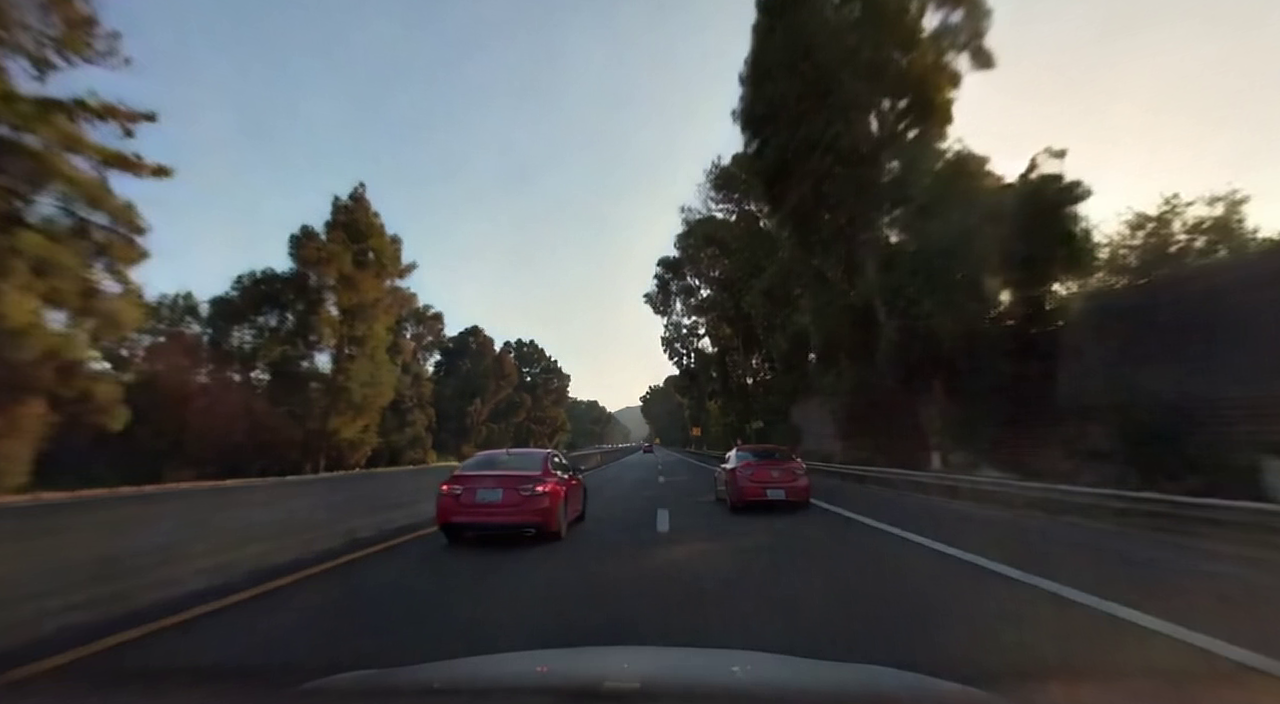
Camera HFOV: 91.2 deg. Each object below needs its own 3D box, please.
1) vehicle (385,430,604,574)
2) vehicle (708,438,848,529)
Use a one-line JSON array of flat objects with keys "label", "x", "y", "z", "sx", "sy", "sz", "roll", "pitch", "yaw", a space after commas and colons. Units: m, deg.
[{"label": "vehicle", "x": -1.718, "y": 1.973, "z": 9.046, "sx": 2.083, "sy": 1.548, "sz": 4.251, "roll": -1, "pitch": -9, "yaw": 1}, {"label": "vehicle", "x": 2.590, "y": 2.585, "z": 12.856, "sx": 2.021, "sy": 1.533, "sz": 4.014, "roll": -1, "pitch": -9, "yaw": 1}]
